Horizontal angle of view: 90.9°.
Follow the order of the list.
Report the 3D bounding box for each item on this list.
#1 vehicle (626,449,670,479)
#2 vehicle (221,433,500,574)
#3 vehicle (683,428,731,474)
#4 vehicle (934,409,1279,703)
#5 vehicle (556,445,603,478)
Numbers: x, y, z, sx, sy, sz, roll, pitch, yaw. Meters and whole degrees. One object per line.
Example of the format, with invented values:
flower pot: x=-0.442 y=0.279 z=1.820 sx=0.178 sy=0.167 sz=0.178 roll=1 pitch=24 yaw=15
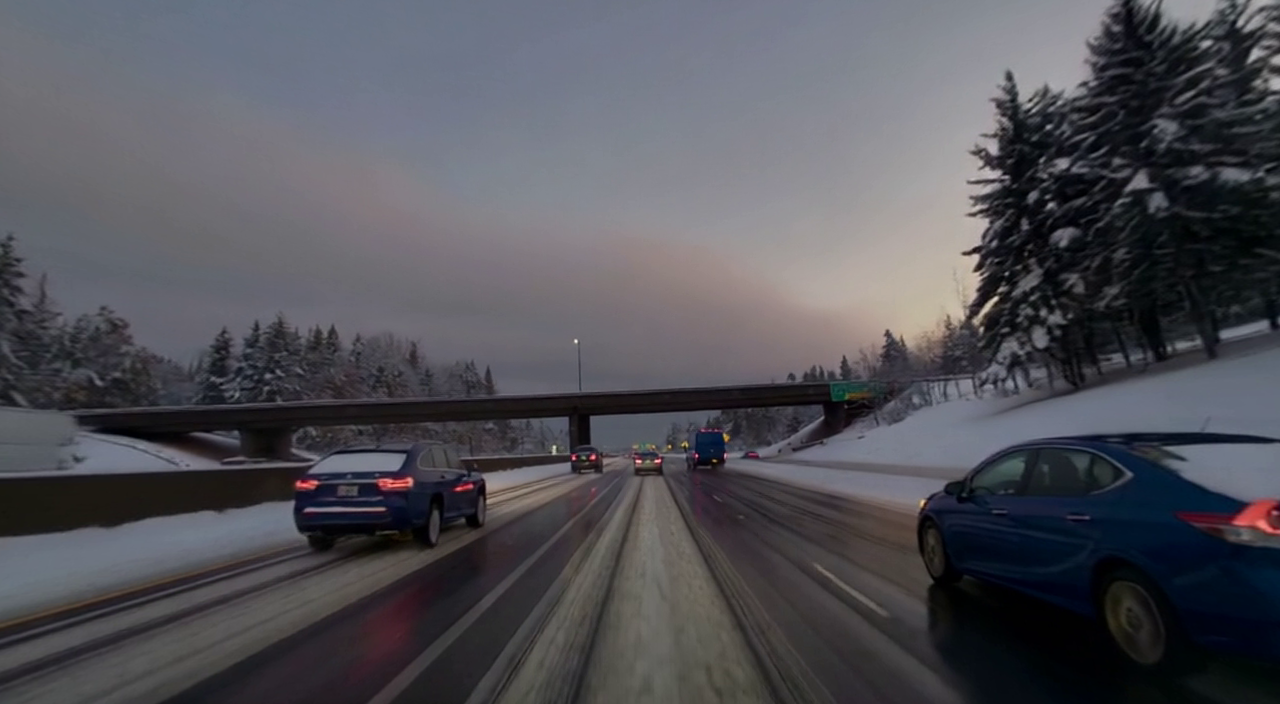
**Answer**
vehicle: x=0.391 y=5.908 z=33.461 sx=2.174 sy=1.467 sz=4.005 roll=0 pitch=-8 yaw=0
vehicle: x=-3.580 y=1.999 z=9.090 sx=2.137 sy=1.562 sz=3.926 roll=0 pitch=-8 yaw=2
vehicle: x=4.244 y=6.459 z=41.316 sx=2.436 sy=2.745 sz=6.607 roll=0 pitch=-9 yaw=0
vehicle: x=4.172 y=1.255 z=4.374 sx=2.085 sy=1.558 sz=4.466 roll=0 pitch=-9 yaw=0
vehicle: x=-3.303 y=6.093 z=35.366 sx=2.078 sy=1.706 sz=4.298 roll=-1 pitch=-8 yaw=2
